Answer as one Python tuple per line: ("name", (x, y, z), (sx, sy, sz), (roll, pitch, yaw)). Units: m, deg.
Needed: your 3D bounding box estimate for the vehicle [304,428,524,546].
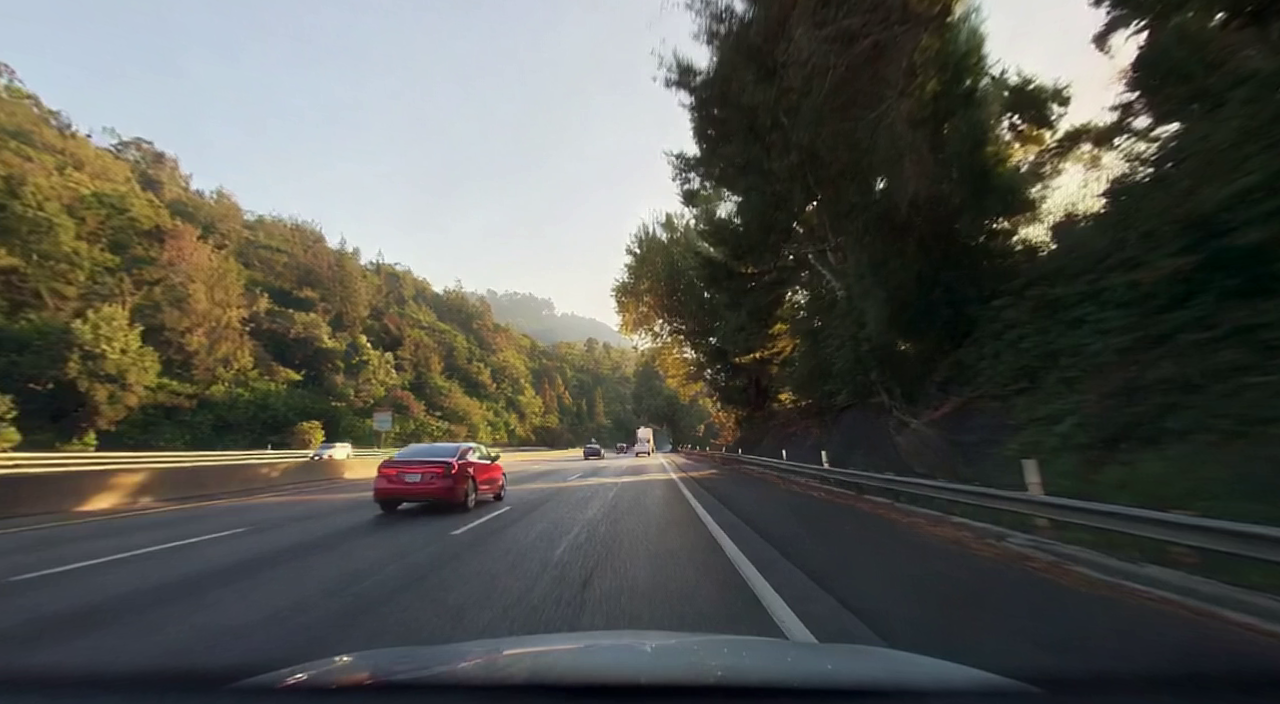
("vehicle", (-3.438, 2.125, 10.682), (2.015, 1.561, 4.469), (0, -8, 1))
